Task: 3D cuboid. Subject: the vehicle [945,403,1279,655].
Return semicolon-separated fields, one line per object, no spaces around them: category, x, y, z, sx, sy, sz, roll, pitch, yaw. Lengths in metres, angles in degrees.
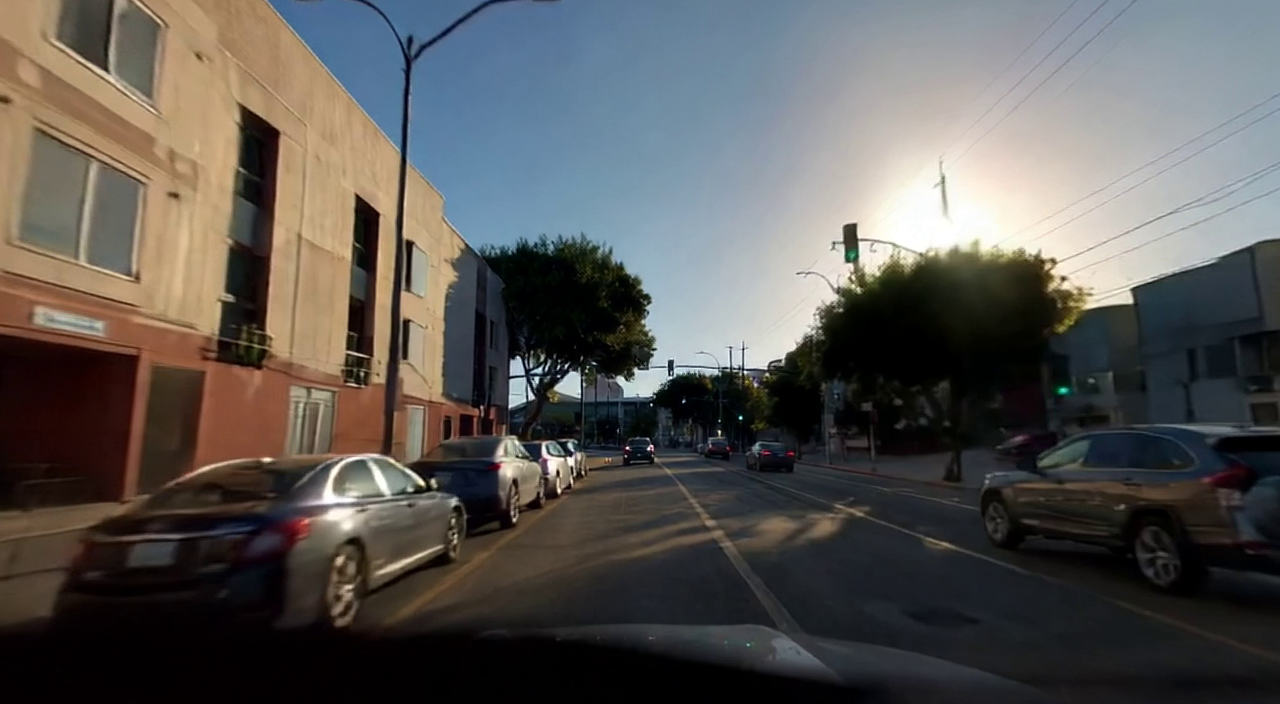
vehicle;4.998;1.439;6.175;1.891;1.599;4.173;0;-8;0

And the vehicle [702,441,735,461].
vehicle;5.923;7.512;48.005;1.917;1.467;4.452;0;-8;-1

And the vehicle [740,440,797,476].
vehicle;5.618;4.652;27.920;1.799;1.463;3.464;0;-8;0

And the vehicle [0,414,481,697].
vehicle;-2.982;1.407;5.595;1.843;1.482;4.310;-1;-8;2

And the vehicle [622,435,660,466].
vehicle;0.042;5.869;37.646;2.122;1.689;3.885;0;-8;0
